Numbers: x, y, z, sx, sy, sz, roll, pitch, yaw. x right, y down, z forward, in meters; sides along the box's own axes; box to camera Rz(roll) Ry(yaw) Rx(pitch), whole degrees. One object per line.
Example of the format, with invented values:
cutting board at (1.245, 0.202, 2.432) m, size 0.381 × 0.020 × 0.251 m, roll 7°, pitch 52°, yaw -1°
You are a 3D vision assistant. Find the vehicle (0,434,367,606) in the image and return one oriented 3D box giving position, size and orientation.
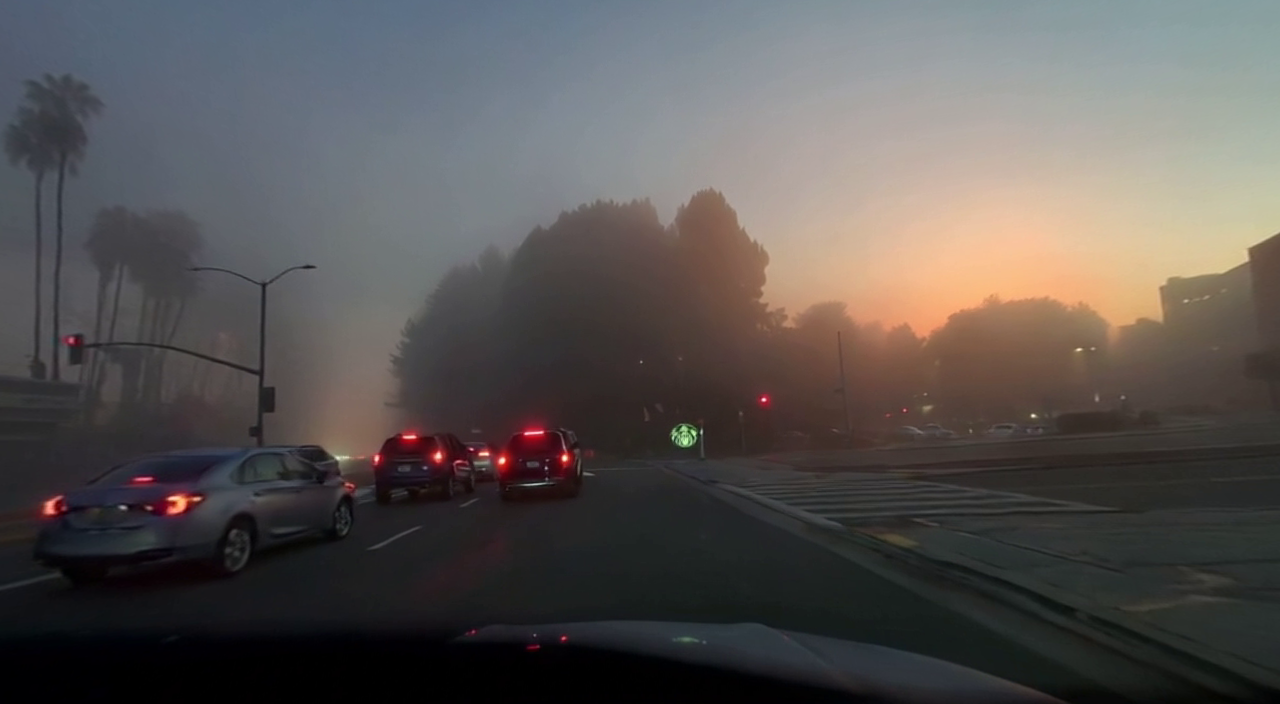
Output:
vehicle at (-5.540, 1.918, 8.311) m, size 1.885 × 1.567 × 4.775 m, roll 0°, pitch -9°, yaw -2°

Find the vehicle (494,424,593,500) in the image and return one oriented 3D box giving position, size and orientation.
vehicle at (-2.430, 2.925, 17.108) m, size 2.153 × 1.759 × 4.320 m, roll 0°, pitch -9°, yaw -2°

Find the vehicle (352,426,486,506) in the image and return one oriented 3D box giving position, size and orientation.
vehicle at (-5.828, 3.056, 17.411) m, size 2.025 × 1.862 × 4.804 m, roll 0°, pitch -9°, yaw -1°
